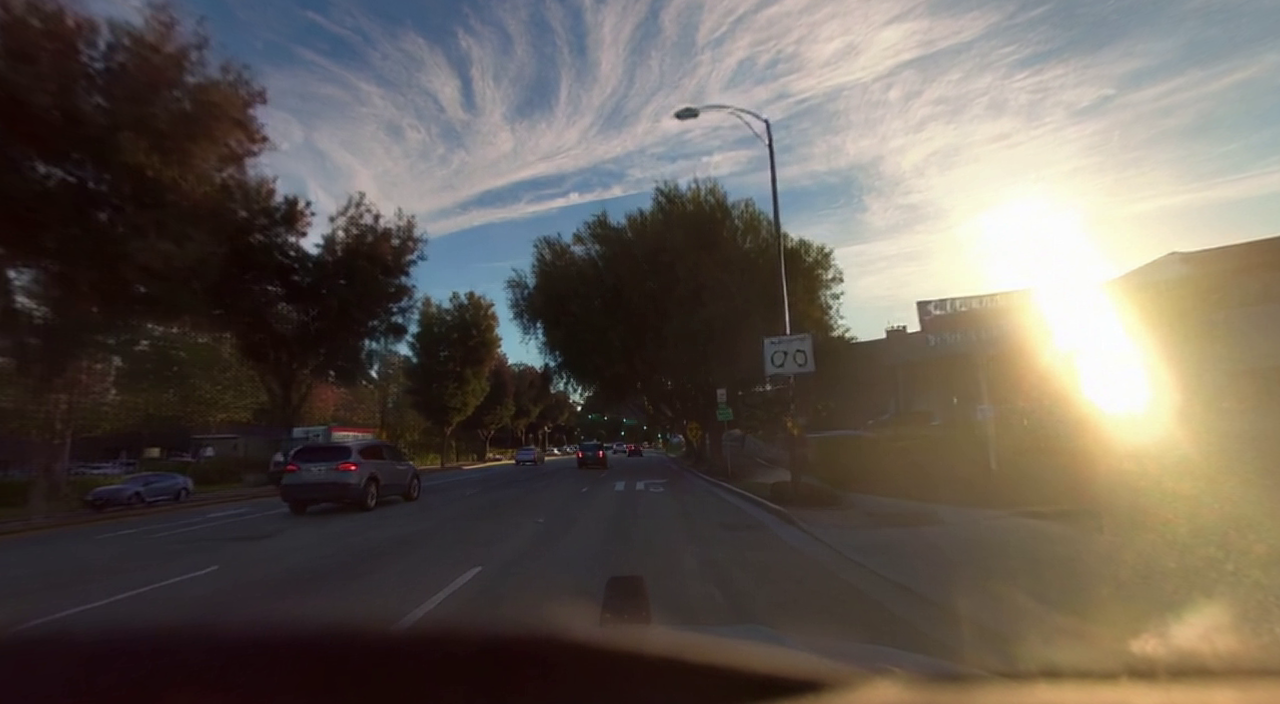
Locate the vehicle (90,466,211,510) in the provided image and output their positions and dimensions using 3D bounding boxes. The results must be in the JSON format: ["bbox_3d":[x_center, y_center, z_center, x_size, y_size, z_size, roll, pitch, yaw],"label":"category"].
[{"bbox_3d":[-22.070,6.098,28.707,1.900,1.467,4.655,-6,-8,-1],"label":"vehicle"}]

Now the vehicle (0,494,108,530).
[{"bbox_3d":[-18.358,4.873,19.319,0.944,0.724,3.568,1,-9,2],"label":"vehicle"}]

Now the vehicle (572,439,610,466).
[{"bbox_3d":[-3.148,6.566,41.158,2.100,1.661,3.837,0,-9,1],"label":"vehicle"}]

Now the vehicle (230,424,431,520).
[{"bbox_3d":[-6.789,2.694,14.627,2.137,1.835,4.844,0,-9,1],"label":"vehicle"}]

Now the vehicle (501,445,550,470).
[{"bbox_3d":[-6.827,6.364,38.087,2.072,1.427,4.328,0,-9,1],"label":"vehicle"}]
